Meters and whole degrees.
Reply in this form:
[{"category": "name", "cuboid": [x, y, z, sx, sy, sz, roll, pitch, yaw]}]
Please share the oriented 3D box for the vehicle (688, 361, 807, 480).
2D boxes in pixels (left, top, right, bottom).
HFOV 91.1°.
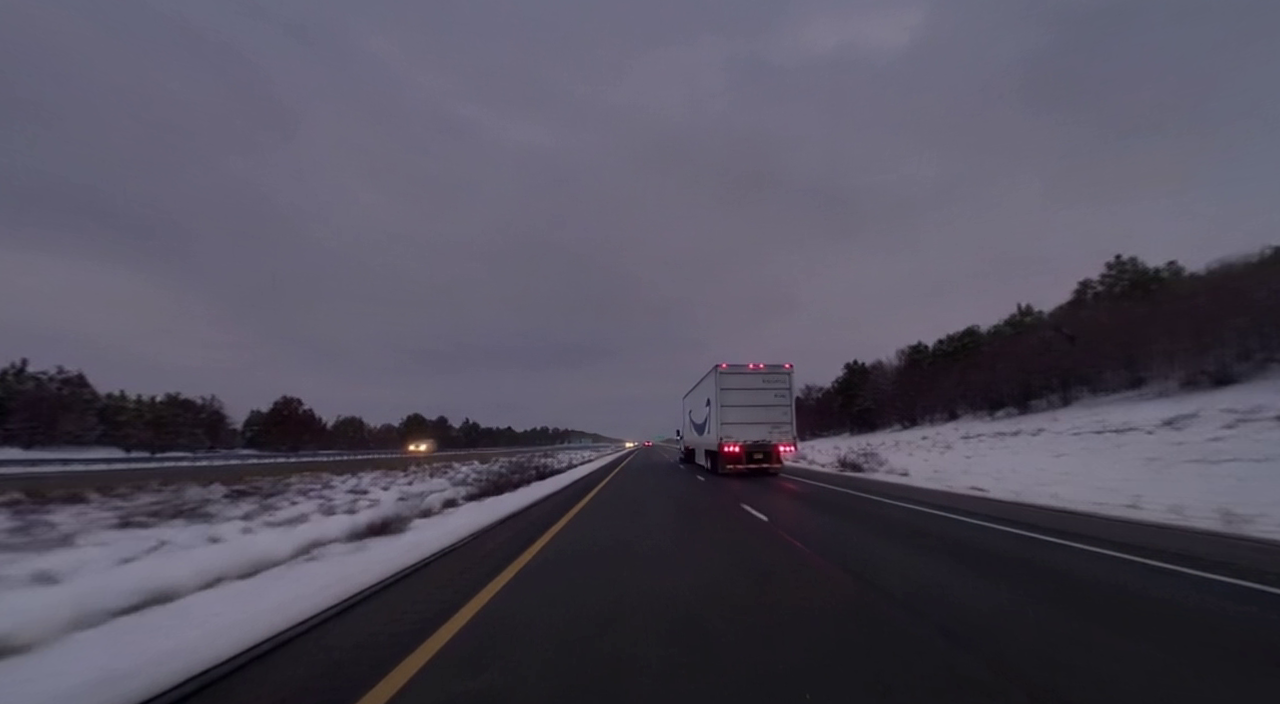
[{"category": "vehicle", "cuboid": [4.561, 3.704, 31.436, 3.190, 4.365, 16.625, 0, -8, 0]}]
